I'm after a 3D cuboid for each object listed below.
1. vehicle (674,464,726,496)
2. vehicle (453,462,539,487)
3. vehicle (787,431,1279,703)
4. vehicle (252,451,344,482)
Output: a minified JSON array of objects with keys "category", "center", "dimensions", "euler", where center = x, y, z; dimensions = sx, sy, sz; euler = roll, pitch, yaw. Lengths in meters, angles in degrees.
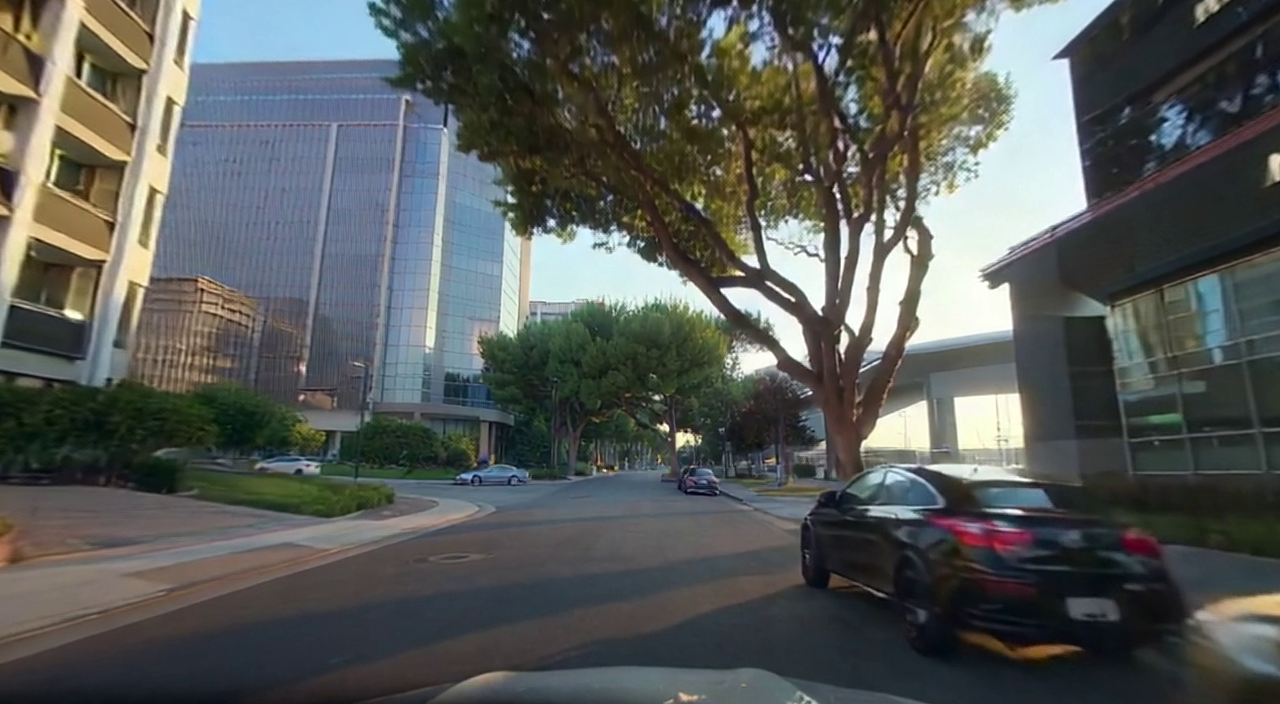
[{"category":"vehicle","center":[2.872,6.280,31.119],"dimensions":[2.073,1.434,3.899],"euler":[1,-11,-2]},{"category":"vehicle","center":[-8.904,7.604,39.106],"dimensions":[4.770,1.448,1.983],"euler":[9,-13,-38]},{"category":"vehicle","center":[2.834,1.689,5.721],"dimensions":[1.962,1.627,4.371],"euler":[2,-10,0]},{"category":"vehicle","center":[-19.759,6.663,36.549],"dimensions":[4.118,1.482,1.889],"euler":[2,-12,2]}]
